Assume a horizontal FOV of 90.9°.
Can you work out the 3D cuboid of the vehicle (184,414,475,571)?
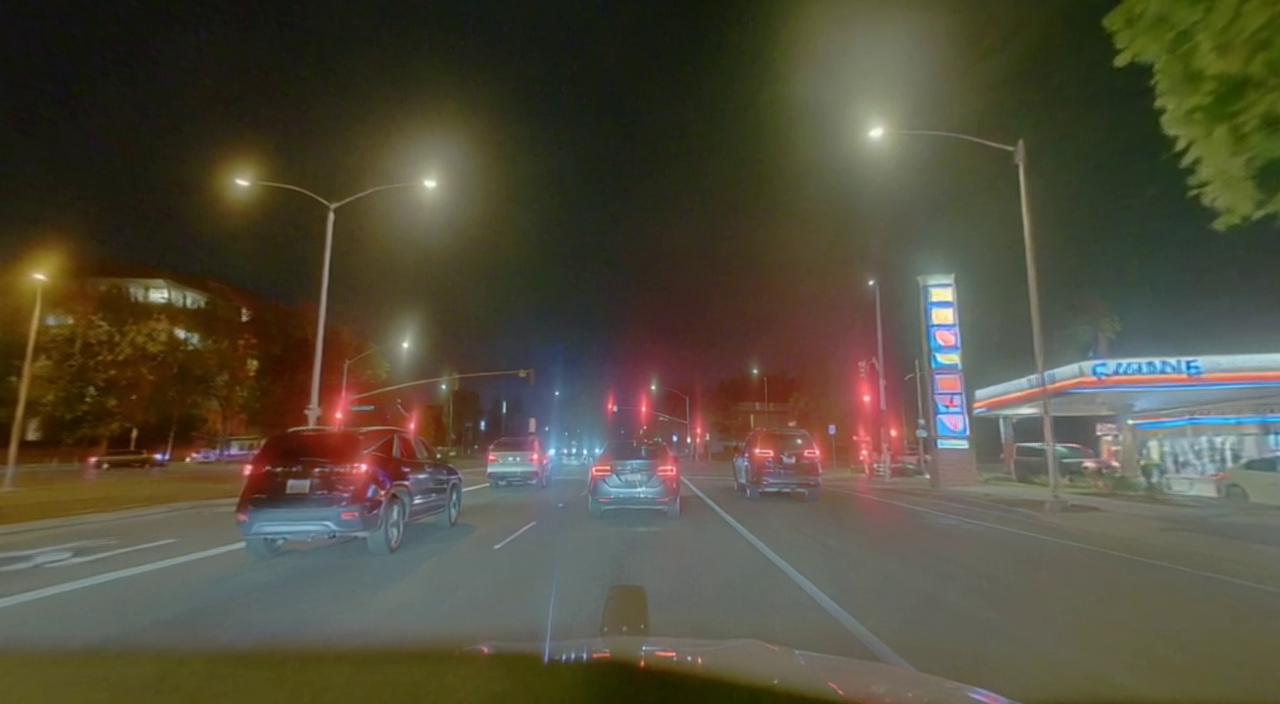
[{"bbox_3d":[-3.912,1.826,8.915,1.983,1.685,3.997,0,-8,1],"label":"vehicle"}]

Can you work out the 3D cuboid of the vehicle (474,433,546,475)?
[{"bbox_3d":[-6.736,5.379,33.413,2.321,2.013,5.640,0,-8,3],"label":"vehicle"}]

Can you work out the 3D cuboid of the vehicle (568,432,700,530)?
[{"bbox_3d":[-0.098,2.395,12.262,2.121,1.563,4.031,0,-8,0],"label":"vehicle"}]

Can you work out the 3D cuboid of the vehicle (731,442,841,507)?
[{"bbox_3d":[3.666,3.141,16.698,1.979,1.485,4.207,0,-8,1],"label":"vehicle"}]

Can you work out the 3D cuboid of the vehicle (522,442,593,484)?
[{"bbox_3d":[-3.152,4.360,25.059,2.126,1.490,4.265,0,-8,2],"label":"vehicle"}]

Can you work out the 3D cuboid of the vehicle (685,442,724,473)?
[{"bbox_3d":[3.651,5.992,36.125,1.848,1.665,3.747,0,-8,0],"label":"vehicle"}]

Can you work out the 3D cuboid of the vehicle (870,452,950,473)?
[{"bbox_3d":[19.206,7.869,44.991,4.795,1.457,1.986,0,-8,4],"label":"vehicle"}]

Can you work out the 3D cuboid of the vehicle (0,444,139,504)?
[{"bbox_3d":[-19.353,3.922,20.792,1.888,1.717,4.517,0,-8,0],"label":"vehicle"}]

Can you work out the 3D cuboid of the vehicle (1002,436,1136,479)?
[{"bbox_3d":[17.939,4.402,26.557,1.907,1.669,4.147,5,-10,-28],"label":"vehicle"}]
